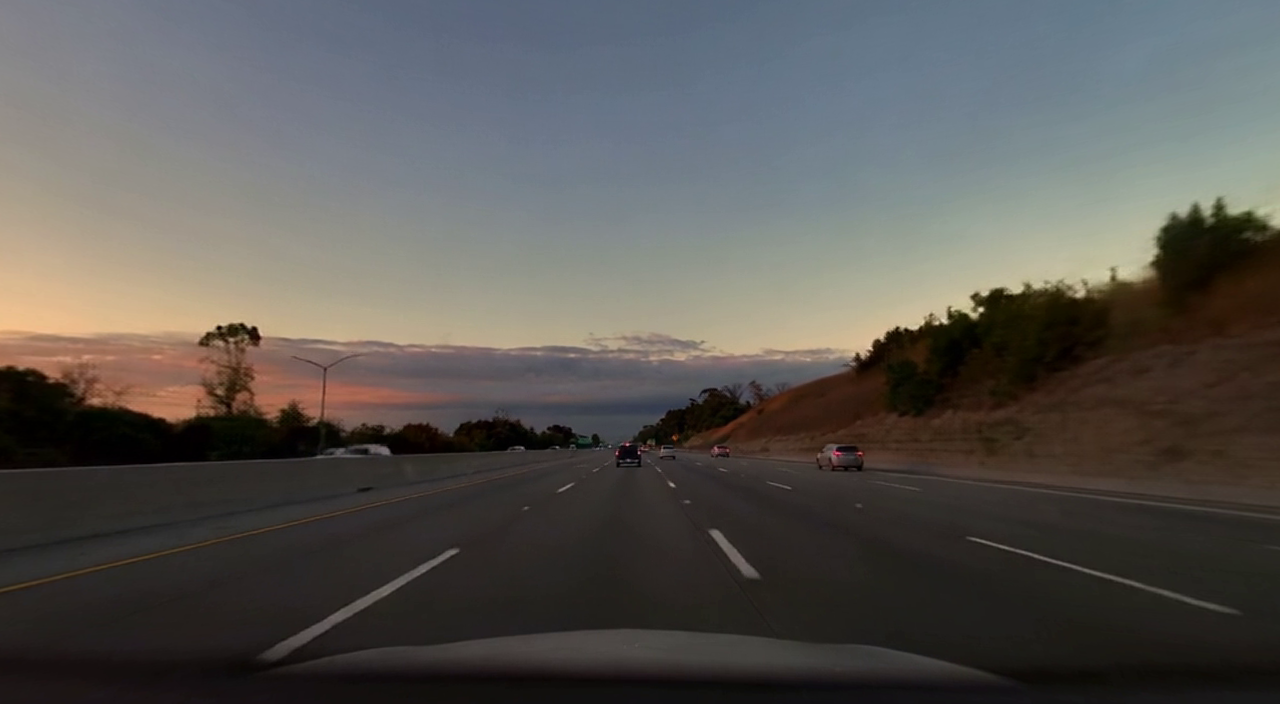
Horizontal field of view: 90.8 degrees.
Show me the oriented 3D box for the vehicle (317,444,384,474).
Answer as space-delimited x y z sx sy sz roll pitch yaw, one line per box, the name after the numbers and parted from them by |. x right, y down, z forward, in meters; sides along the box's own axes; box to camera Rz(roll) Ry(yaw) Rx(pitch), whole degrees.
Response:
-15.056 5.559 33.050 1.778 1.493 3.619 0 -9 0 | vehicle

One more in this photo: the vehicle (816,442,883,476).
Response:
11.088 5.658 33.777 1.912 1.673 4.438 0 -9 -1 | vehicle

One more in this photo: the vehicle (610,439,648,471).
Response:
-0.676 6.149 37.866 2.121 1.739 4.087 0 -9 -1 | vehicle
